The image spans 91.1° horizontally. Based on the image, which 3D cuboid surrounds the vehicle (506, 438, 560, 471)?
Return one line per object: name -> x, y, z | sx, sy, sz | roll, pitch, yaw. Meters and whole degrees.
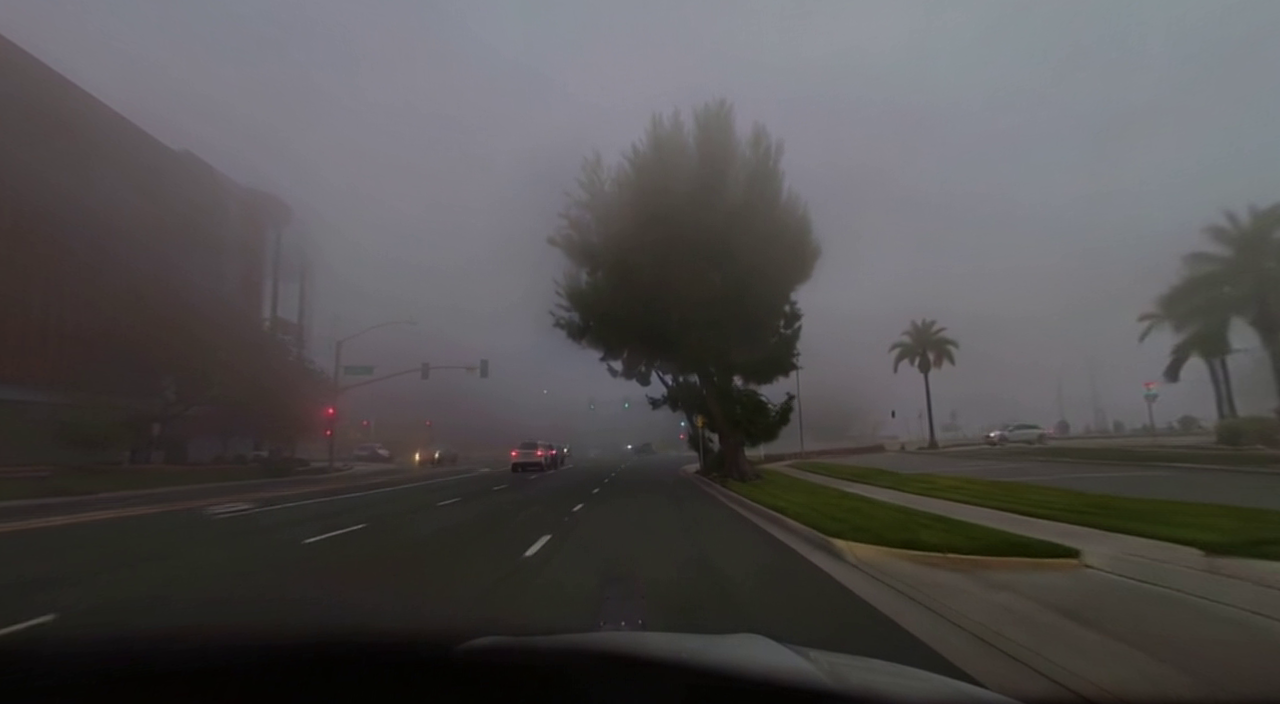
vehicle -> -6.022, 5.857, 35.974 | 2.121, 1.731, 4.707 | 0, -8, 1
